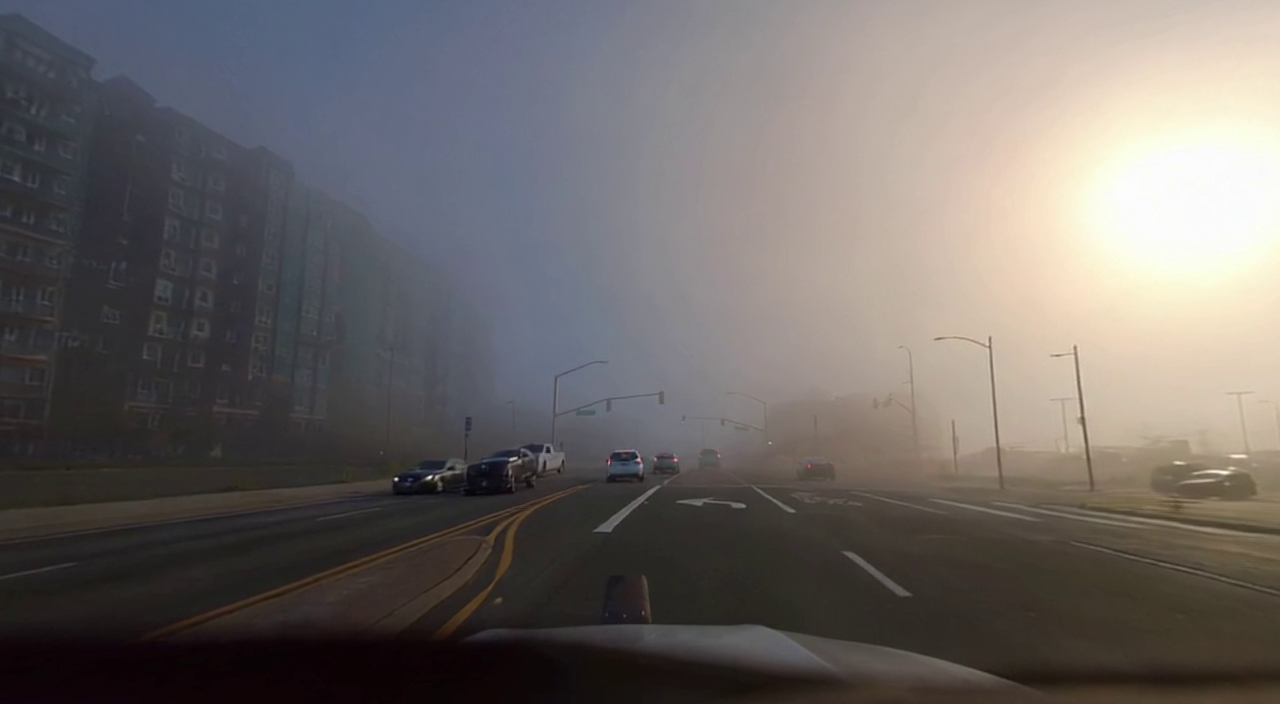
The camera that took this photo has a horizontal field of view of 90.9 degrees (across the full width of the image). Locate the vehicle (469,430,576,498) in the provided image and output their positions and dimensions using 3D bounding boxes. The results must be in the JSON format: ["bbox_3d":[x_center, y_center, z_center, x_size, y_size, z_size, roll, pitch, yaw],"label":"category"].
[{"bbox_3d":[-4.257,4.257,24.131,2.515,2.248,5.821,-1,-10,5],"label":"vehicle"}]

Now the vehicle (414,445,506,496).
[{"bbox_3d":[-7.042,4.717,25.232,2.123,1.831,4.304,-1,-10,4],"label":"vehicle"}]

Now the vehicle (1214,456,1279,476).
[{"bbox_3d":[47.347,8.730,48.408,4.384,1.495,1.963,-1,-8,4],"label":"vehicle"}]

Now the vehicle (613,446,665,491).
[{"bbox_3d":[0.018,5.195,28.585,2.160,1.786,4.702,0,-8,2],"label":"vehicle"}]

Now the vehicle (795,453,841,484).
[{"bbox_3d":[11.254,7.331,40.073,1.952,1.749,4.311,-1,-8,5],"label":"vehicle"}]
